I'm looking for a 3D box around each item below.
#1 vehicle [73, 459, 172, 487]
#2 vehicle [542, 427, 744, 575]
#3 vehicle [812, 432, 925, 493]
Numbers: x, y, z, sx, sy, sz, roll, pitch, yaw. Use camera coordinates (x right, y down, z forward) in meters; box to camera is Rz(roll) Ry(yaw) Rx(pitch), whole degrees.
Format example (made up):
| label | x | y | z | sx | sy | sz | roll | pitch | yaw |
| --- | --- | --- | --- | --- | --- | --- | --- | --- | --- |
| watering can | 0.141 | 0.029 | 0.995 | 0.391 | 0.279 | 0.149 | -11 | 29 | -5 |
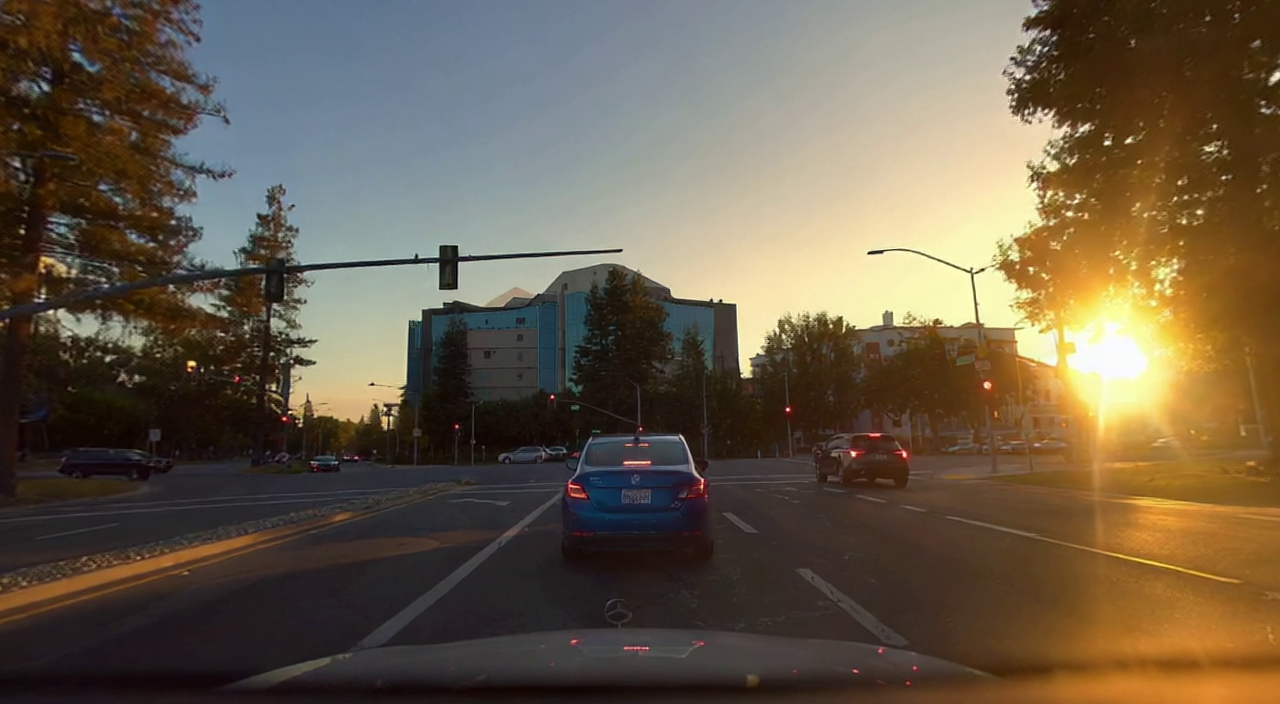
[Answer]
| label | x | y | z | sx | sy | sz | roll | pitch | yaw |
| --- | --- | --- | --- | --- | --- | --- | --- | --- | --- |
| vehicle | -32.391 | 7.551 | 39.649 | 4.401 | 1.625 | 1.863 | 0 | -8 | -4 |
| vehicle | -0.021 | 1.835 | 8.638 | 2.070 | 1.488 | 4.206 | 0 | -8 | -2 |
| vehicle | 7.055 | 3.444 | 20.060 | 2.039 | 1.692 | 4.319 | 0 | -8 | 1 |
